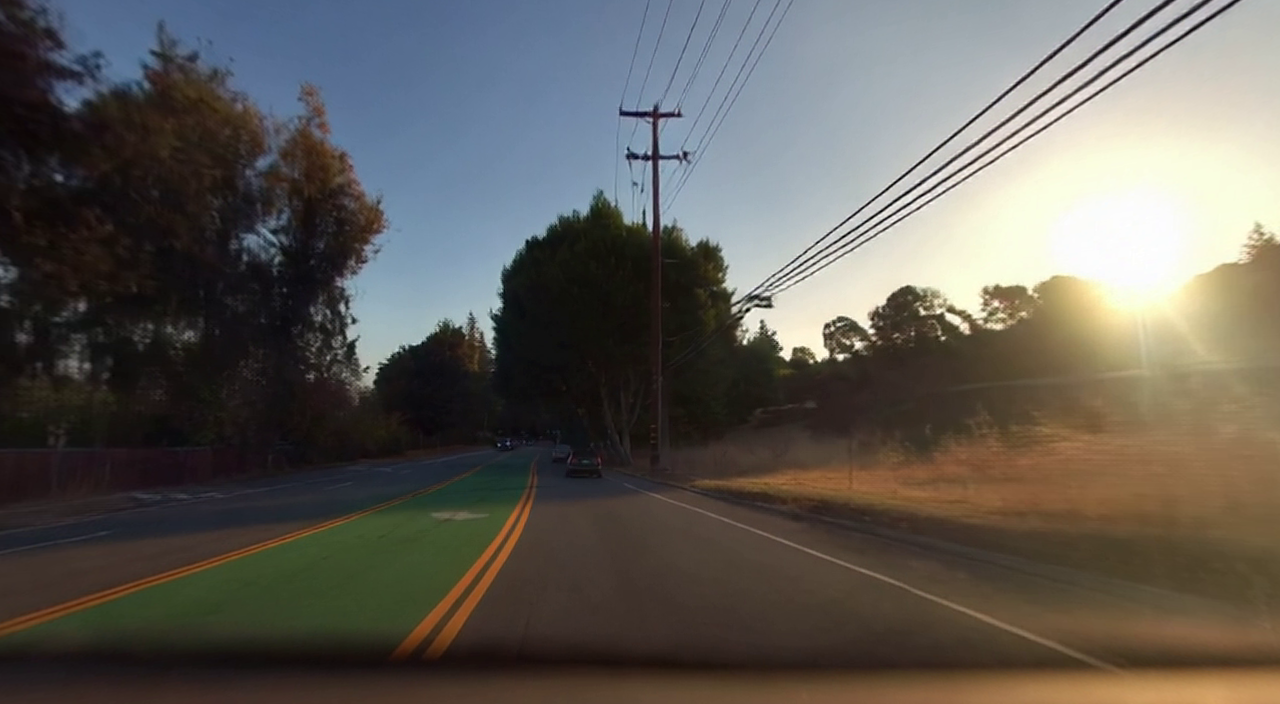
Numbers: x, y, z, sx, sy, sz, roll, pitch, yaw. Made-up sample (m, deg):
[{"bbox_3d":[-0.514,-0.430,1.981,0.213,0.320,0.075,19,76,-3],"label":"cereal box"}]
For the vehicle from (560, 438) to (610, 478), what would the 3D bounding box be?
[{"bbox_3d":[-2.798,5.154,31.048,2.140,1.767,4.720,1,-9,-9],"label":"vehicle"}]
